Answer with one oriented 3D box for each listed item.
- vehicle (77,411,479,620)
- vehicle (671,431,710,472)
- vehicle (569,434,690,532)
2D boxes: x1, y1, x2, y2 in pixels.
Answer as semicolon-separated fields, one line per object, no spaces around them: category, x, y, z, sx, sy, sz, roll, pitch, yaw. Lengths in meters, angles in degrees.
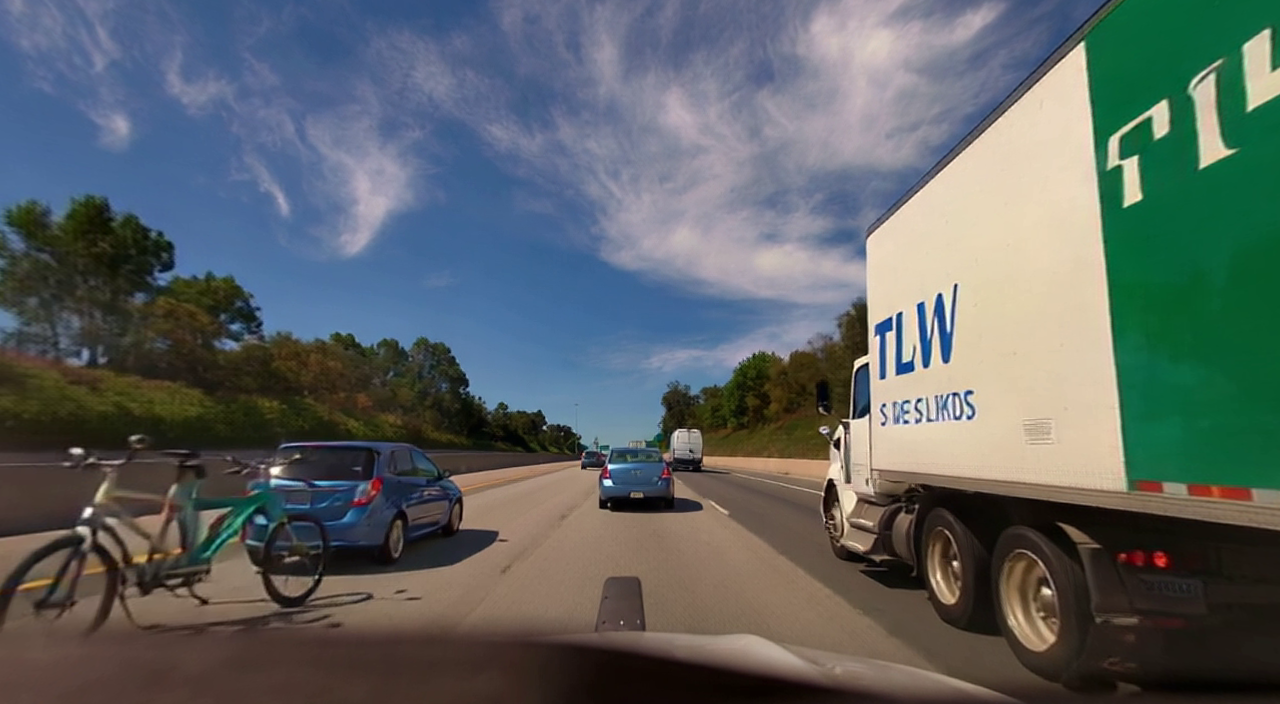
vehicle;-3.514;1.681;7.453;1.985;1.671;4.604;0;-9;0
vehicle;3.425;6.892;43.770;2.234;2.679;5.372;0;-9;-1
vehicle;-0.186;2.421;12.095;1.973;1.574;3.426;0;-9;-1
